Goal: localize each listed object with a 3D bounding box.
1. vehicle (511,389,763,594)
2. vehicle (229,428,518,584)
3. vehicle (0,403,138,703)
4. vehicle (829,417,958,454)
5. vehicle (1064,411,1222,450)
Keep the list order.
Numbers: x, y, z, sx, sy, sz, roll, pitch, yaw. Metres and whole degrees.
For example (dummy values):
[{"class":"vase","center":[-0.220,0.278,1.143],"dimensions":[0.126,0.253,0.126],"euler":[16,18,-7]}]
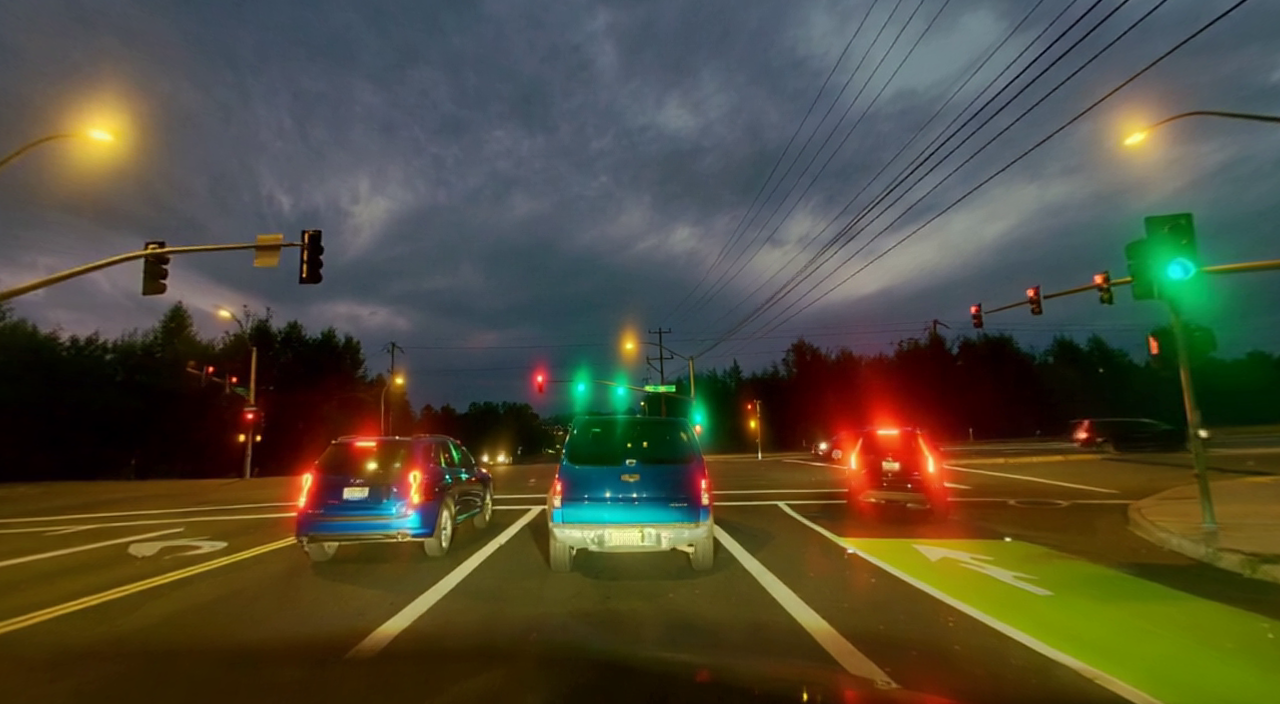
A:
[{"class":"vehicle","center":[-0.059,1.510,7.604],"dimensions":[2.182,1.773,4.041],"euler":[0,-8,-1]},{"class":"vehicle","center":[-2.933,1.763,7.997],"dimensions":[1.969,1.486,3.702],"euler":[0,-8,1]},{"class":"vehicle","center":[-3.350,0.660,0.438],"dimensions":[1.928,1.488,4.936],"euler":[0,-8,0]},{"class":"vehicle","center":[13.824,4.607,34.834],"dimensions":[6.143,1.944,2.229],"euler":[-1,-8,5]},{"class":"vehicle","center":[21.909,3.475,27.706],"dimensions":[4.977,1.648,2.088],"euler":[-1,-8,4]}]
